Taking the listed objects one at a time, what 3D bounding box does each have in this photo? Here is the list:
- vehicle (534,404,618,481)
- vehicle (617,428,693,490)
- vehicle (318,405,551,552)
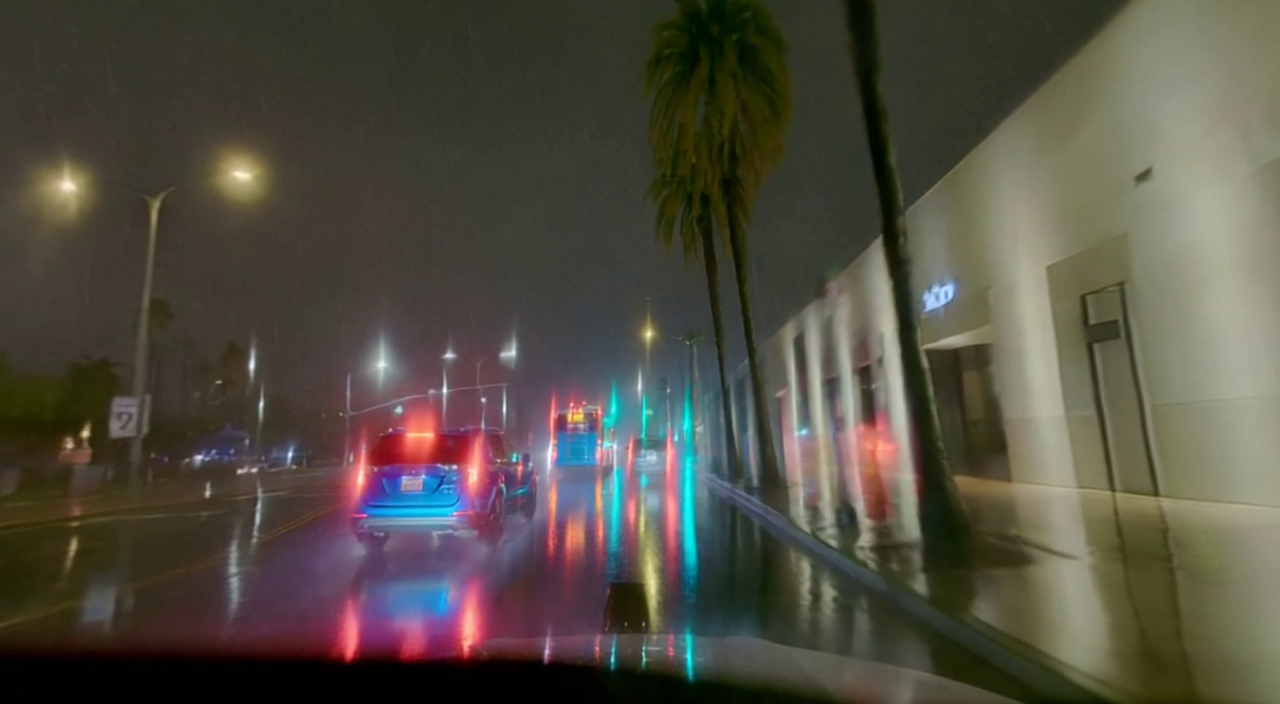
[{"bbox_3d":[-2.685,4.206,29.261,2.775,3.064,8.297,0,-8,2],"label":"vehicle"},{"bbox_3d":[0.424,3.273,19.576,2.120,1.727,3.917,0,-8,0],"label":"vehicle"},{"bbox_3d":[-2.885,1.909,10.181,2.124,1.799,4.587,0,-8,1],"label":"vehicle"}]
